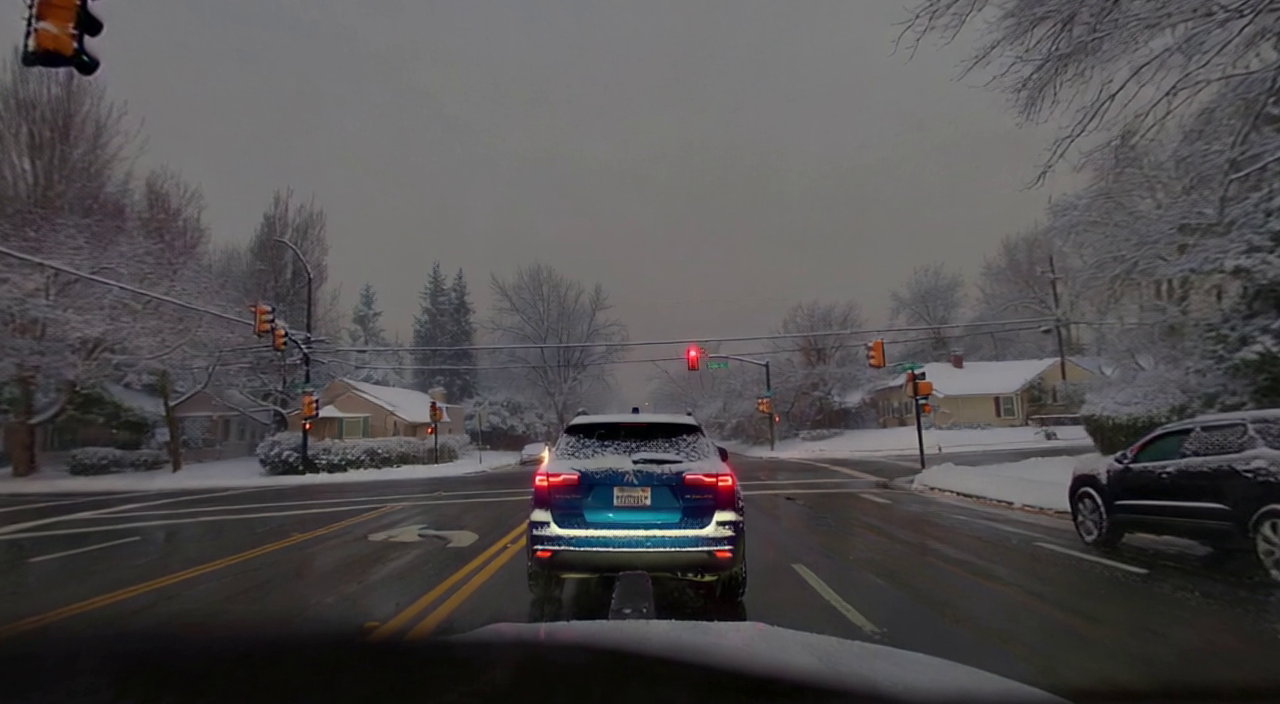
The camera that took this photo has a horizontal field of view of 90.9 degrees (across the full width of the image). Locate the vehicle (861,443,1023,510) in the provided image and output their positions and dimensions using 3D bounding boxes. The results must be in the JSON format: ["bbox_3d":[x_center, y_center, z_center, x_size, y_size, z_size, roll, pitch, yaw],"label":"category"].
[{"bbox_3d":[7.278,3.008,15.817,1.860,1.436,4.479,0,-8,0],"label":"vehicle"}]

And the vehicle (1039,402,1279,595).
[{"bbox_3d":[7.016,1.542,7.044,1.989,1.791,4.735,0,-8,0],"label":"vehicle"}]

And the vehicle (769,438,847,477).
[{"bbox_3d":[7.406,4.549,27.441,2.077,1.527,4.755,-5,-10,30],"label":"vehicle"}]

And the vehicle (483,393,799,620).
[{"bbox_3d":[0.037,1.461,6.910,2.322,1.667,4.367,0,-8,1],"label":"vehicle"}]
